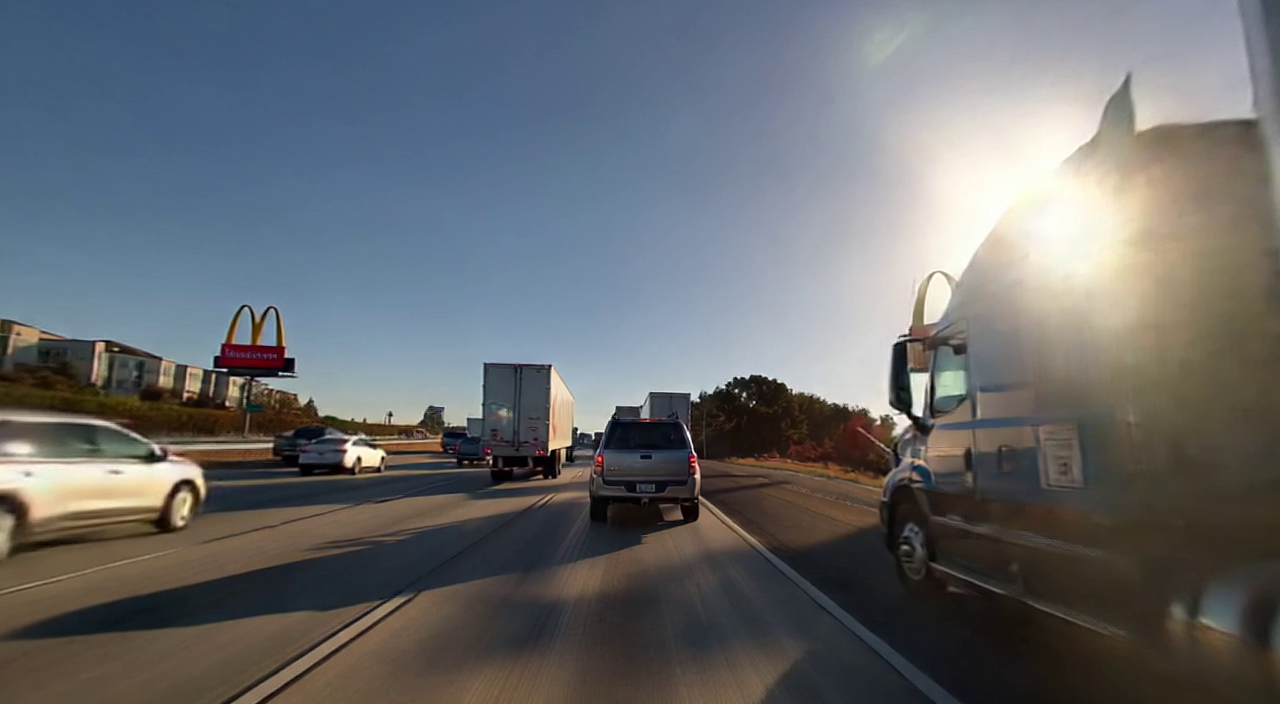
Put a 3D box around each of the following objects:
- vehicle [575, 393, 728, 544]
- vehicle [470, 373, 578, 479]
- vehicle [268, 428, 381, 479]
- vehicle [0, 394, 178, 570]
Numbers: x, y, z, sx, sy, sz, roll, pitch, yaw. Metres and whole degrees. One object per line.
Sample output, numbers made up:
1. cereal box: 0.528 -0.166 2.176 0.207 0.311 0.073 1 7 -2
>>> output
1. vehicle: 0.081 1.788 10.132 1.947 1.910 4.040 0 -9 -2
2. vehicle: -4.282 3.099 25.369 2.814 3.513 8.529 0 -9 -1
3. vehicle: -11.669 3.800 23.739 1.915 1.710 4.670 0 -9 -1
4. vehicle: -7.333 1.345 6.586 1.854 1.740 4.151 0 -9 -1
